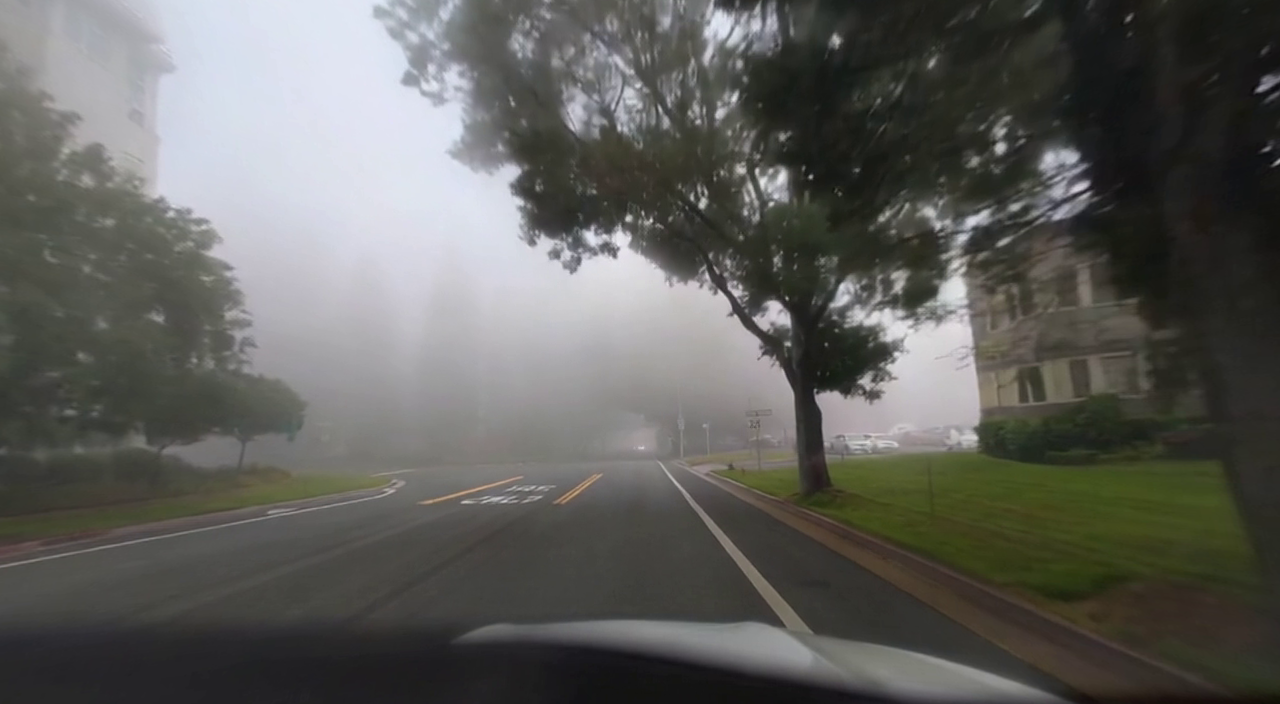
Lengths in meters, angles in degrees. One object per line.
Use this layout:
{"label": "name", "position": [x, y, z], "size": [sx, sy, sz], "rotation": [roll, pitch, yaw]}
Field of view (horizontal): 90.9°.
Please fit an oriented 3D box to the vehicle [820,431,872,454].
{"label": "vehicle", "position": [13.752, 6.102, 42.380], "size": [1.927, 1.464, 4.644], "rotation": [0, -8, 0]}
